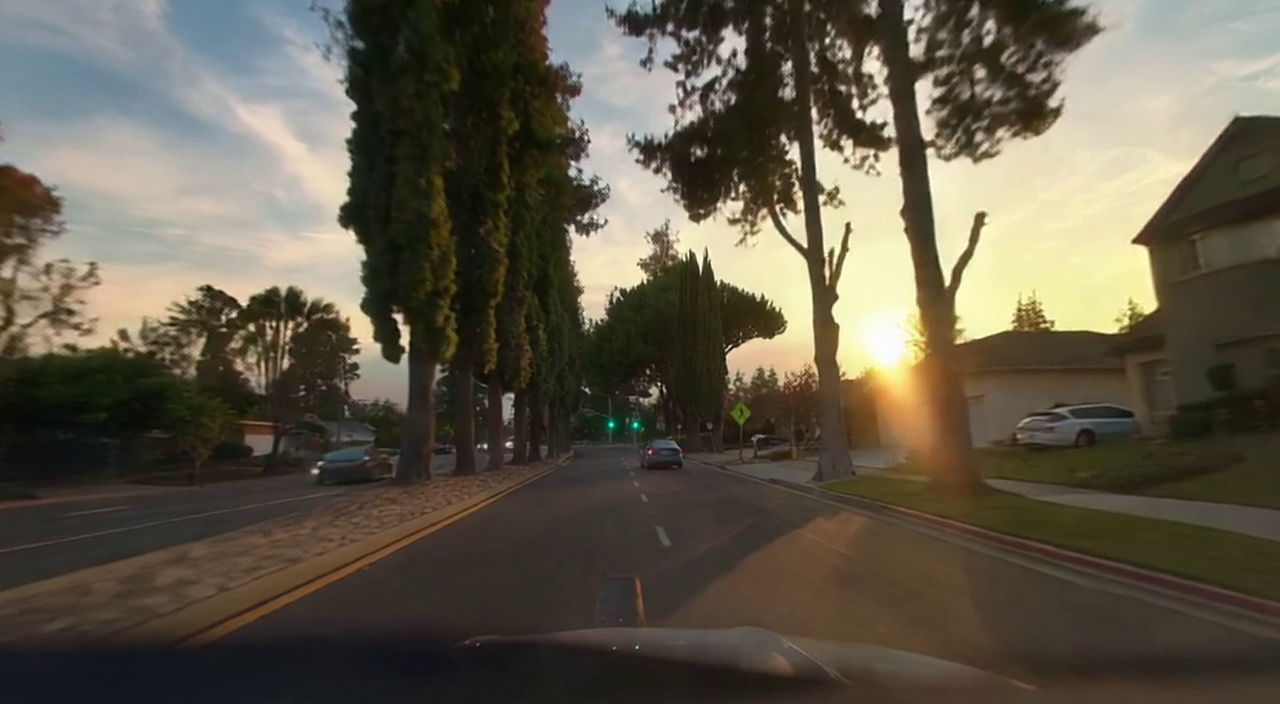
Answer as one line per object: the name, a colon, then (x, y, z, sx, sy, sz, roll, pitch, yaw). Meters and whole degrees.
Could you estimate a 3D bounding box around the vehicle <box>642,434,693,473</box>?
vehicle: (1.234, 4.860, 30.326, 1.990, 1.707, 4.225, 0, -8, -4)
